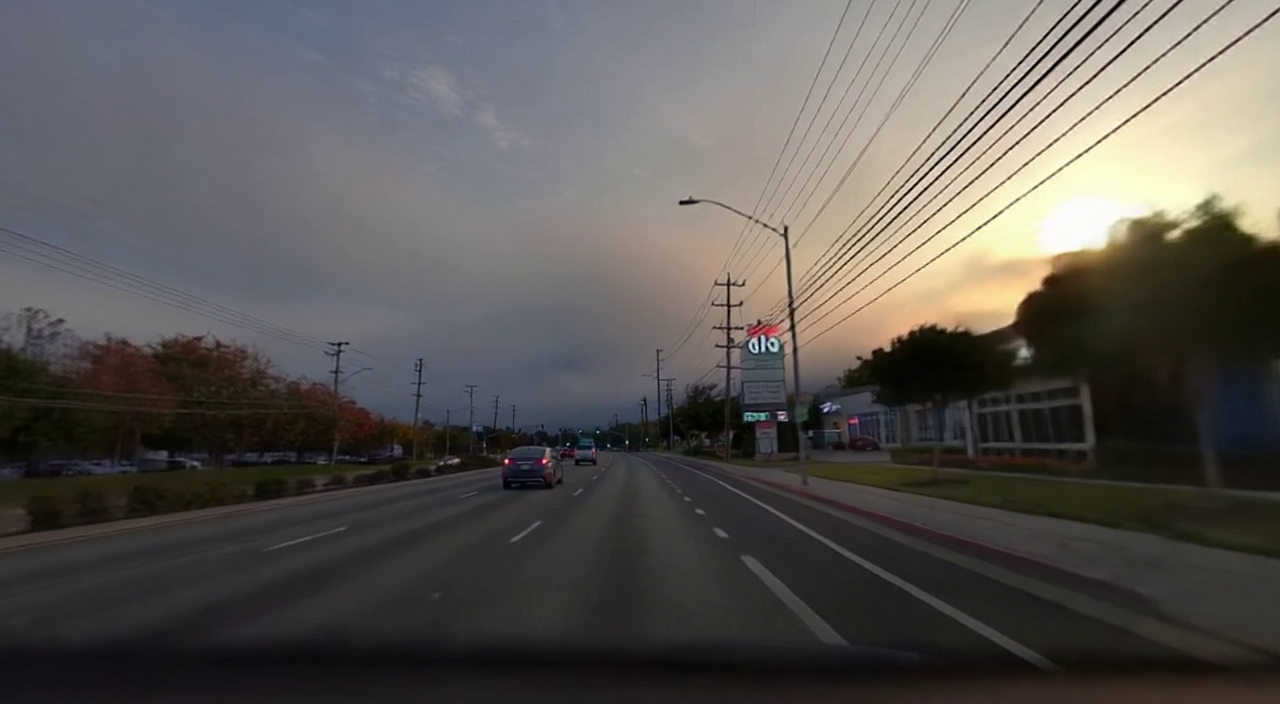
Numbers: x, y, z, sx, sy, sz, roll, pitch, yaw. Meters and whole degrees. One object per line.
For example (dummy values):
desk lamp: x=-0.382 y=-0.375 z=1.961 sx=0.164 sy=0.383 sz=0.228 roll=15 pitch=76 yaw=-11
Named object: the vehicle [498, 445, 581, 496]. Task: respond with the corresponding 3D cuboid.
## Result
vehicle: x=-3.136 y=3.812 z=20.643 sx=1.942 sy=1.469 sz=4.426 roll=0 pitch=-9 yaw=1
